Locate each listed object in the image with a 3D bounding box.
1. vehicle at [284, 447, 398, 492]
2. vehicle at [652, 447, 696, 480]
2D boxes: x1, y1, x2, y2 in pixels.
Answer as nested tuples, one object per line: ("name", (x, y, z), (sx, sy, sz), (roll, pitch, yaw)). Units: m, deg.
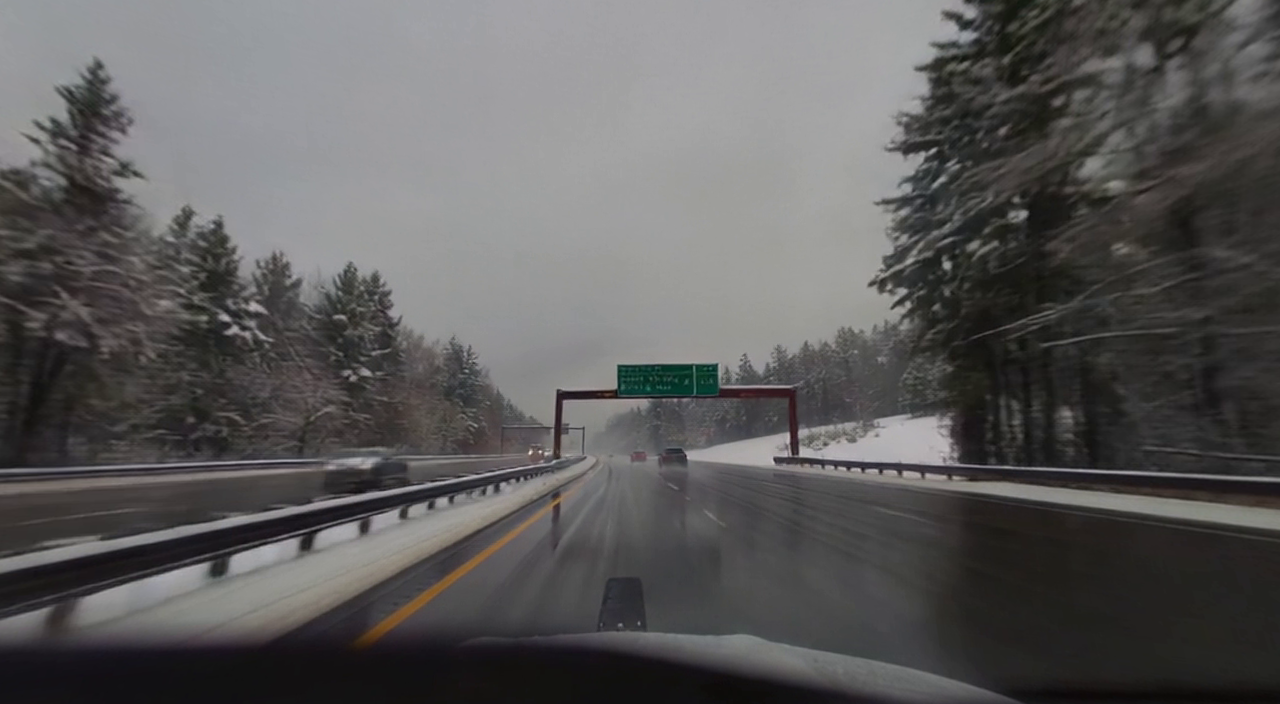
("vehicle", (-10.955, 4.308, 23.551), (1.988, 1.457, 4.737), (0, -9, -1))
("vehicle", (1.729, 5.797, 33.003), (2.011, 1.590, 3.607), (0, -9, -2))
